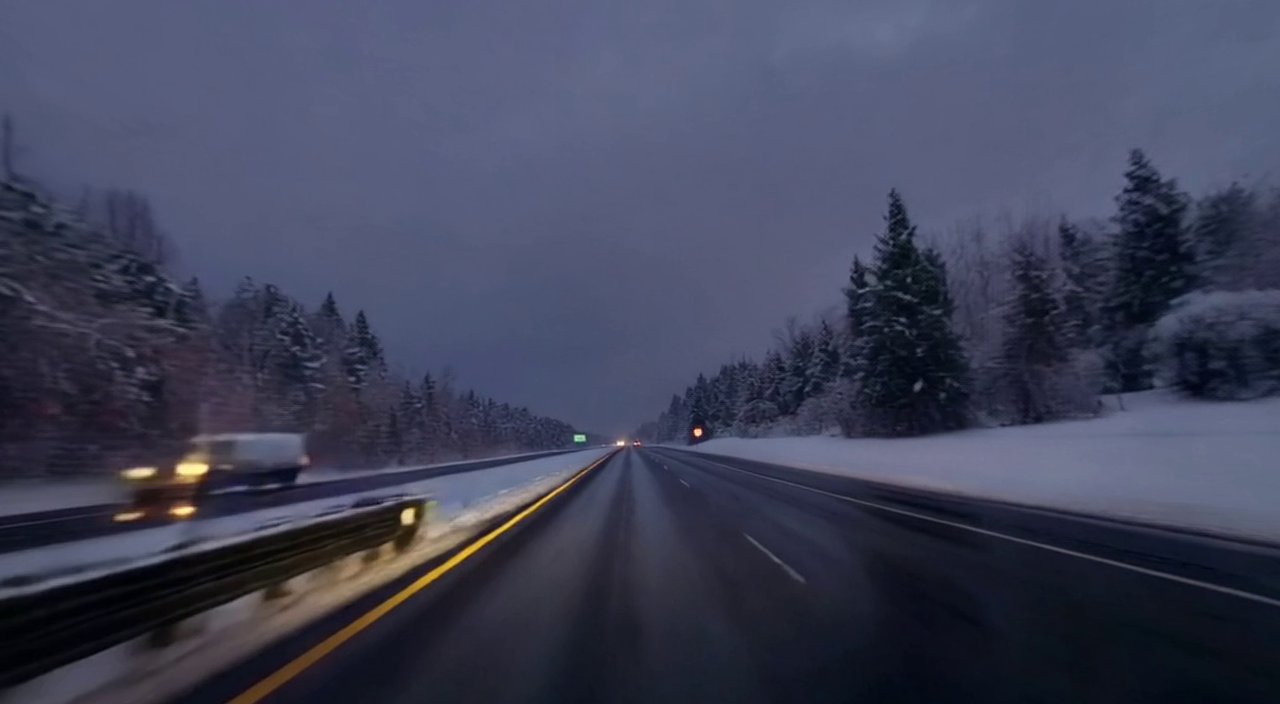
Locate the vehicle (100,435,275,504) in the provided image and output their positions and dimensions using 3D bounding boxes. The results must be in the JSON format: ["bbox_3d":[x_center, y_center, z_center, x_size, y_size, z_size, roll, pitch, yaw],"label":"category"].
[{"bbox_3d":[-12.441,3.220,17.691,1.873,1.685,4.030,0,-8,0],"label":"vehicle"}]
